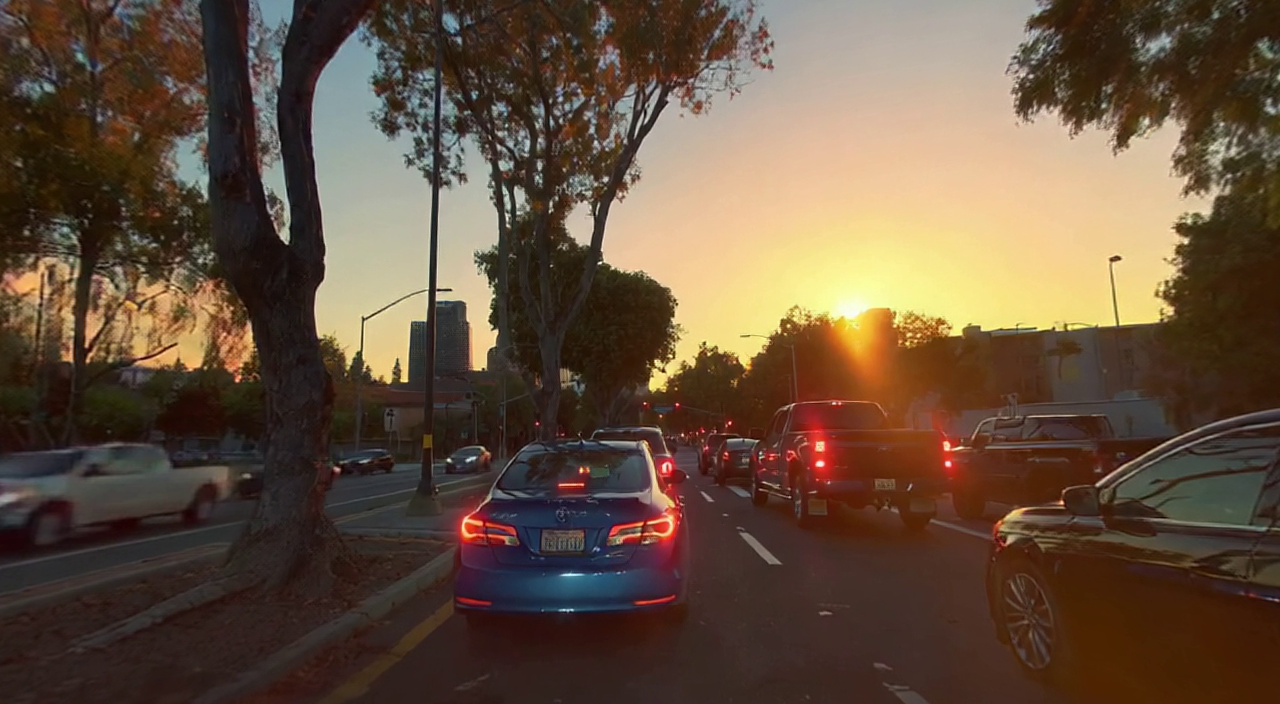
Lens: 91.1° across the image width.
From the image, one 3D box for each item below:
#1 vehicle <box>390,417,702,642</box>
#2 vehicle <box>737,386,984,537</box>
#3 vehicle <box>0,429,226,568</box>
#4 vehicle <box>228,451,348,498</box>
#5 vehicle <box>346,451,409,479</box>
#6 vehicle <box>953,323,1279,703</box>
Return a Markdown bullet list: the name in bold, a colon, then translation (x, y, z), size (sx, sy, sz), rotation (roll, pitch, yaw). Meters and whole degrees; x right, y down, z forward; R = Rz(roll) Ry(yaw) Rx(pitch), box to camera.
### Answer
- **vehicle**: translation (-0.582, 1.502, 6.332), size (2.111, 1.506, 4.018), rotation (0, -9, 2)
- **vehicle**: translation (3.520, 1.956, 11.706), size (2.444, 2.098, 5.766), rotation (0, -9, -1)
- **vehicle**: translation (-8.943, 2.087, 9.578), size (1.986, 1.712, 4.686), rotation (0, -8, 1)
- **vehicle**: translation (-12.653, 4.398, 22.916), size (1.926, 1.519, 4.104), rotation (0, -9, 1)
- **vehicle**: translation (-15.848, 6.810, 38.156), size (1.966, 1.563, 4.203), rotation (0, -9, 1)
- **vehicle**: translation (3.158, 0.760, 2.077), size (1.982, 1.709, 4.427), rotation (0, -9, 1)
